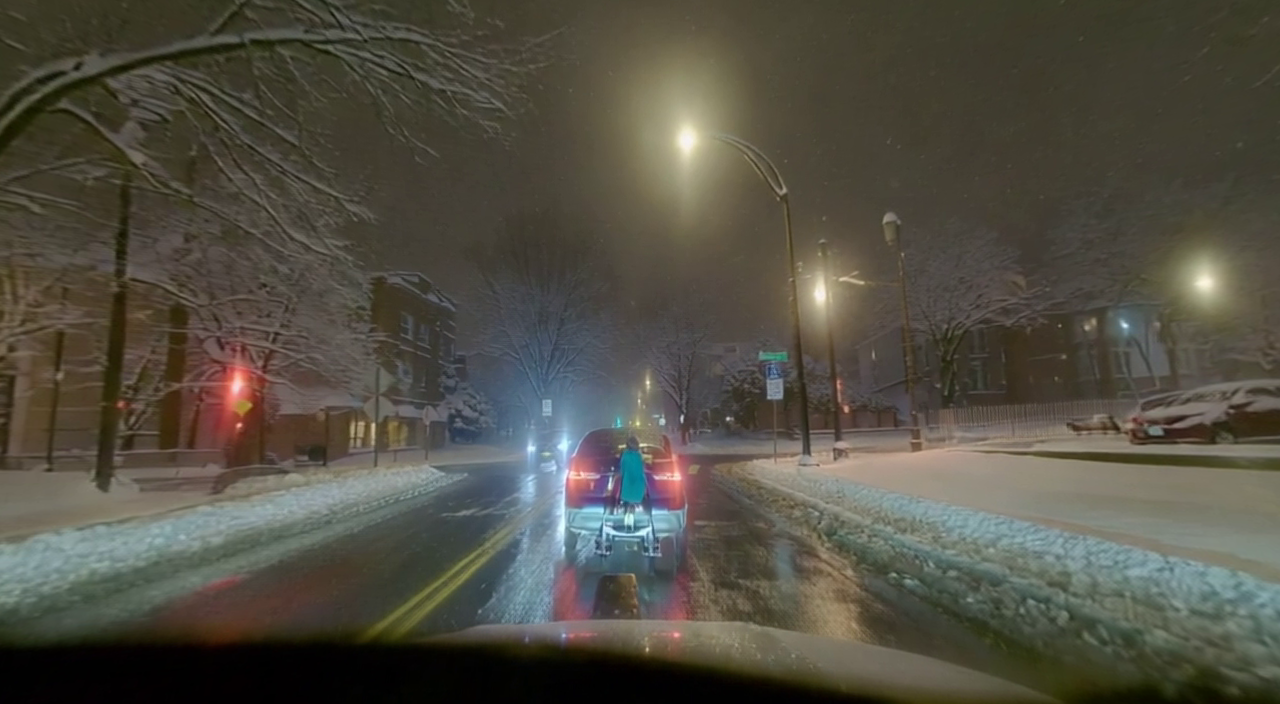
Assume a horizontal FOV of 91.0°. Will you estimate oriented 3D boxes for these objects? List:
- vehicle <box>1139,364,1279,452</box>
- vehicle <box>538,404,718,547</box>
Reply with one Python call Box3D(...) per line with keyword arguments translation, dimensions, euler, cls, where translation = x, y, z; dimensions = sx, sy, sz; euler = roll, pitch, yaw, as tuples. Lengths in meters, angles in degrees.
Box3D(translation=(14.494, 1.320, 14.499), dimensions=(4.104, 1.886, 1.939), euler=(-2, -8, 9), cls="vehicle")
Box3D(translation=(-0.121, 1.760, 9.510), dimensions=(2.142, 1.686, 3.816), euler=(-1, -8, 1), cls="vehicle")
